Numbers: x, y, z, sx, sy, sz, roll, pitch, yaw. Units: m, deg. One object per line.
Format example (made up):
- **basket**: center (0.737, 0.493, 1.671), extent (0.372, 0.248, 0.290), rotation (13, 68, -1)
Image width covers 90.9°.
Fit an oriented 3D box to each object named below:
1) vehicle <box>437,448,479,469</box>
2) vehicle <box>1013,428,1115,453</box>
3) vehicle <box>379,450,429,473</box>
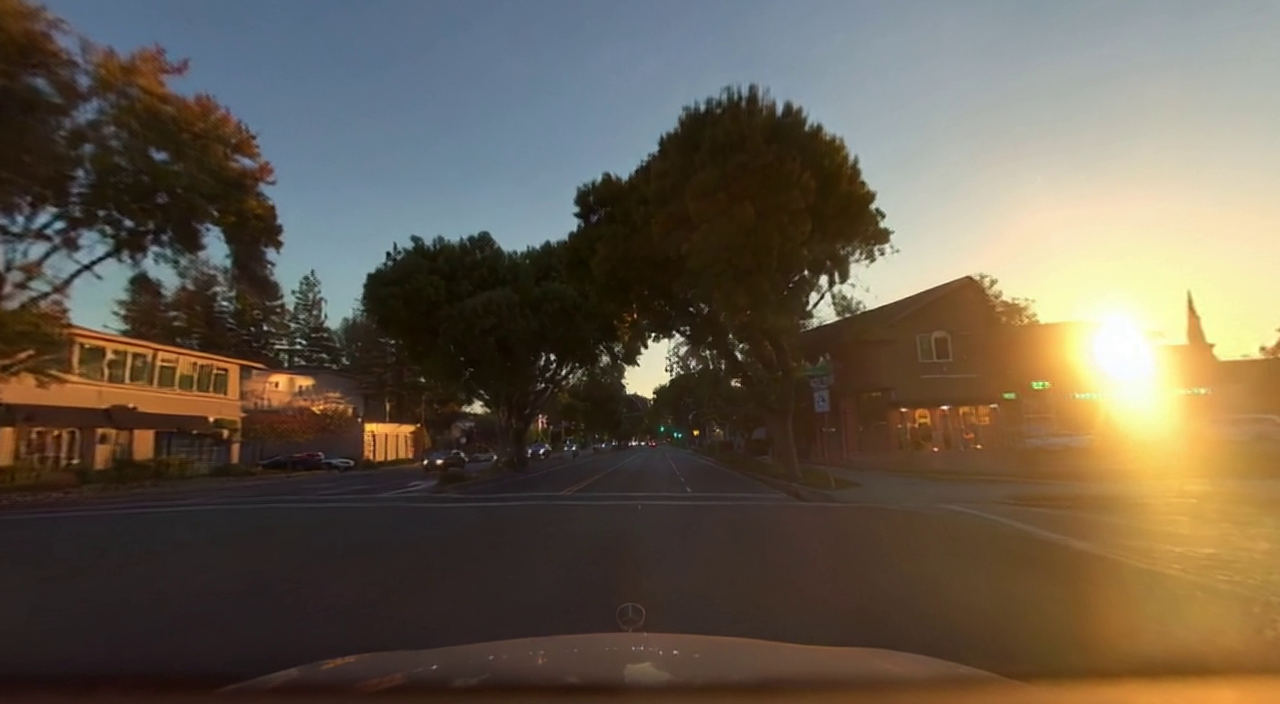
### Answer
- **vehicle**: center (-14.255, 8.327, 49.504), extent (1.963, 1.487, 4.331), rotation (-2, -8, 1)
- **vehicle**: center (25.984, 5.463, 38.892), extent (4.942, 1.435, 1.987), rotation (-4, -9, 28)
- **vehicle**: center (-17.804, 8.272, 47.708), extent (1.945, 1.486, 4.652), rotation (-2, -8, 1)
